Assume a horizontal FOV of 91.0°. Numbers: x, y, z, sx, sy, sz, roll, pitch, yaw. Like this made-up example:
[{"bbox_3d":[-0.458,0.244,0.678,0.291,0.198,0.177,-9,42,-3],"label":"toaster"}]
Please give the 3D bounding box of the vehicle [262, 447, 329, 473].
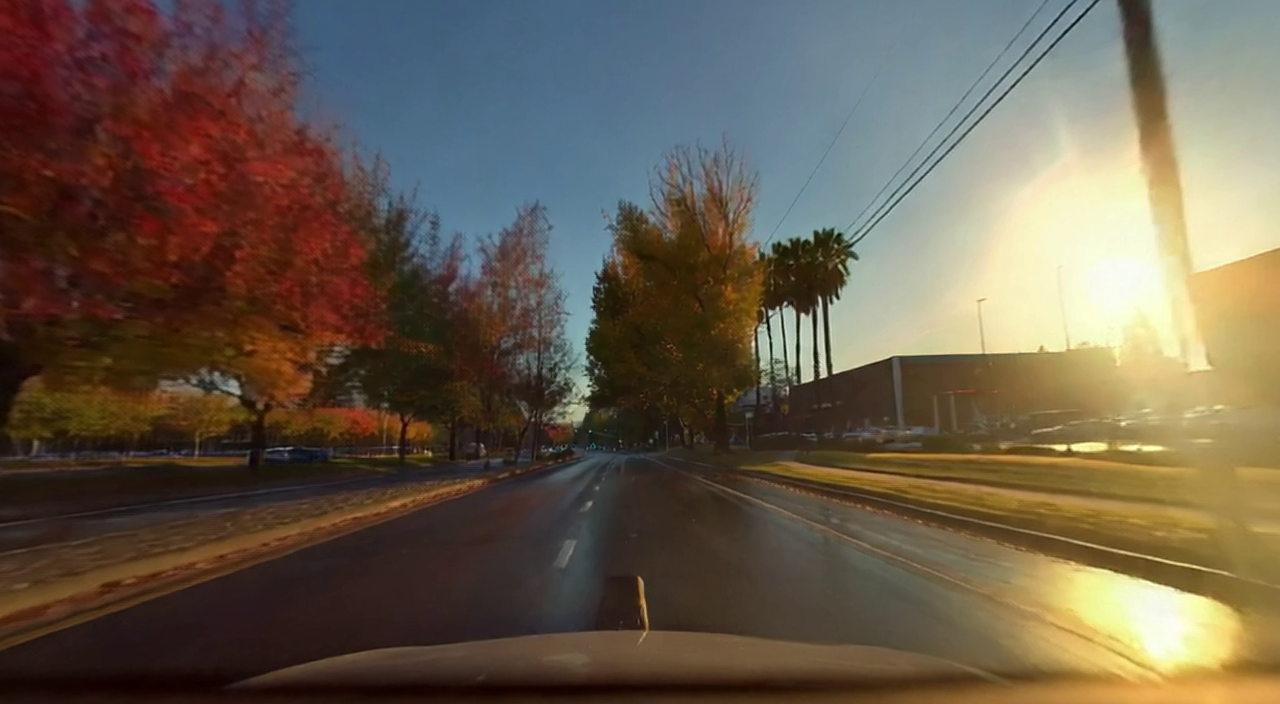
[{"bbox_3d":[-23.088,7.221,42.399,1.994,1.652,4.570,1,-9,-2],"label":"vehicle"}]
